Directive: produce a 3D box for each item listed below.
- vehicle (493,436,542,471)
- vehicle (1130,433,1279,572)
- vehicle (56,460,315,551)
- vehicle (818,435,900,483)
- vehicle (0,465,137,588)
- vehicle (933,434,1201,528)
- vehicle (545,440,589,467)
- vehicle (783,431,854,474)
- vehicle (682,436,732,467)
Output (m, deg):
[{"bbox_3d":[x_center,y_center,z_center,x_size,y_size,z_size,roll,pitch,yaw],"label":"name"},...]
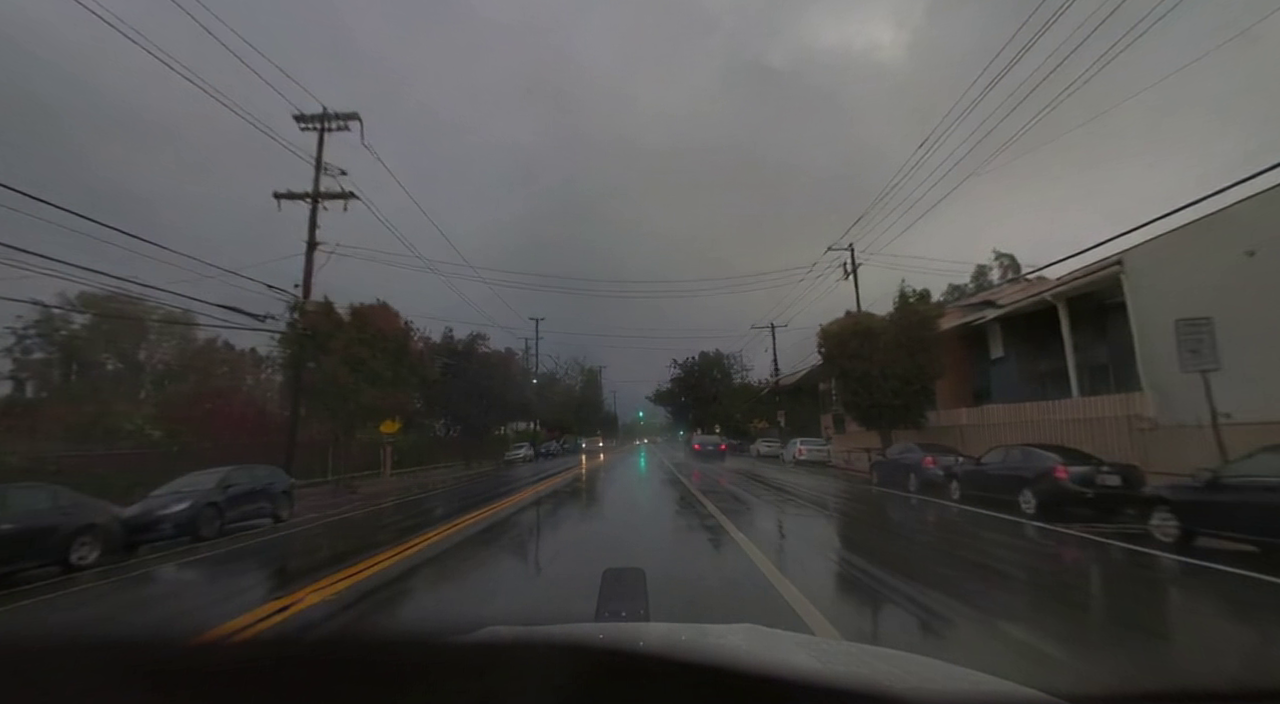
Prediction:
[{"bbox_3d":[-8.891,7.314,46.081,2.419,2.087,5.334,-3,-6,0],"label":"vehicle"},{"bbox_3d":[7.660,1.515,6.221,1.943,1.441,4.494,0,-8,-1],"label":"vehicle"},{"bbox_3d":[-9.403,3.165,13.741,2.117,1.474,4.740,-1,-8,0],"label":"vehicle"},{"bbox_3d":[8.004,3.913,23.351,1.836,1.500,3.630,3,-8,2],"label":"vehicle"},{"bbox_3d":[-9.470,2.438,8.399,1.944,1.524,4.404,-5,-8,1],"label":"vehicle"},{"bbox_3d":[7.876,2.384,12.340,2.093,1.472,4.434,0,-8,-1],"label":"vehicle"},{"bbox_3d":[-4.181,5.909,36.879,1.989,1.474,4.112,-1,-8,2],"label":"vehicle"},{"bbox_3d":[7.964,4.507,28.598,1.879,1.765,4.339,0,-8,-1],"label":"vehicle"},{"bbox_3d":[3.505,5.307,33.873,2.059,1.489,4.629,0,-8,-2],"label":"vehicle"}]
